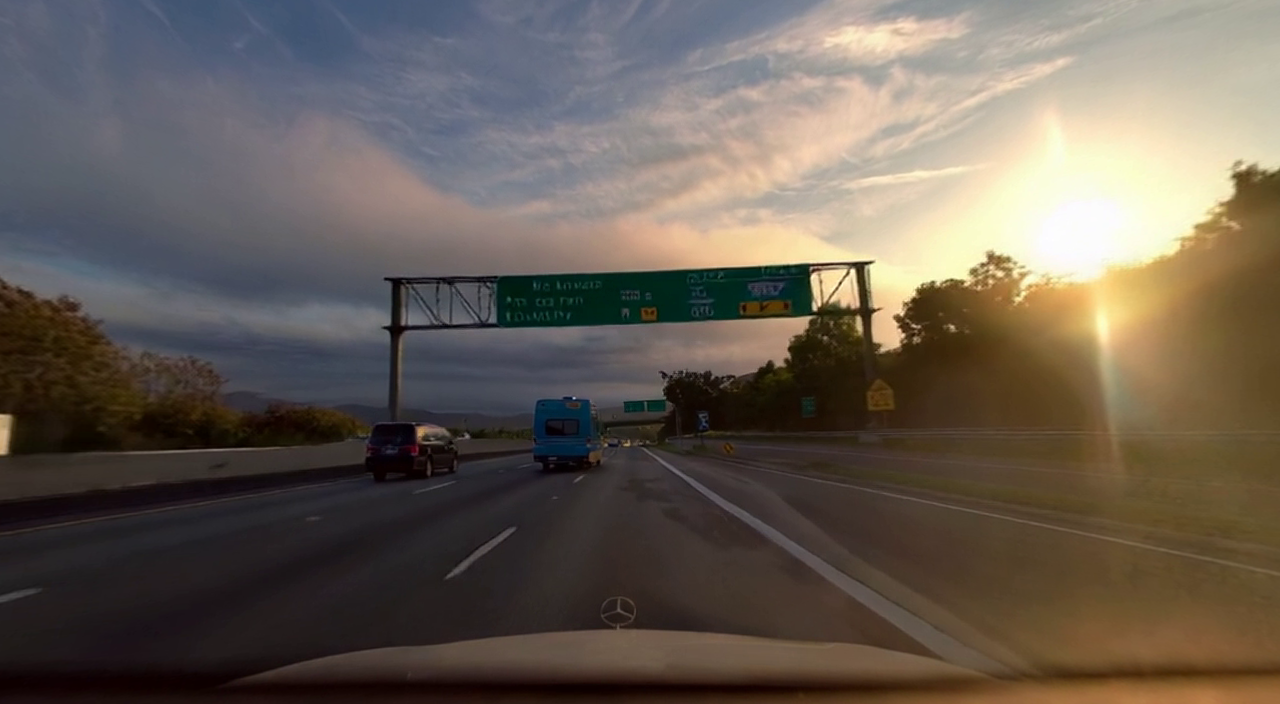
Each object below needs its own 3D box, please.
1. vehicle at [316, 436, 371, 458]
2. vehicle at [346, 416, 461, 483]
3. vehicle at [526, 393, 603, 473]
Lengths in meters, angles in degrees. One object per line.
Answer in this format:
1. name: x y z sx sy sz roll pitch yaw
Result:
1. vehicle: -20.537 6.573 43.819 1.793 1.439 4.273 0 -8 -1
2. vehicle: -7.336 3.050 20.053 2.045 1.873 4.202 0 -8 0
3. vehicle: -3.312 3.838 29.654 2.676 3.269 7.388 0 -8 0
